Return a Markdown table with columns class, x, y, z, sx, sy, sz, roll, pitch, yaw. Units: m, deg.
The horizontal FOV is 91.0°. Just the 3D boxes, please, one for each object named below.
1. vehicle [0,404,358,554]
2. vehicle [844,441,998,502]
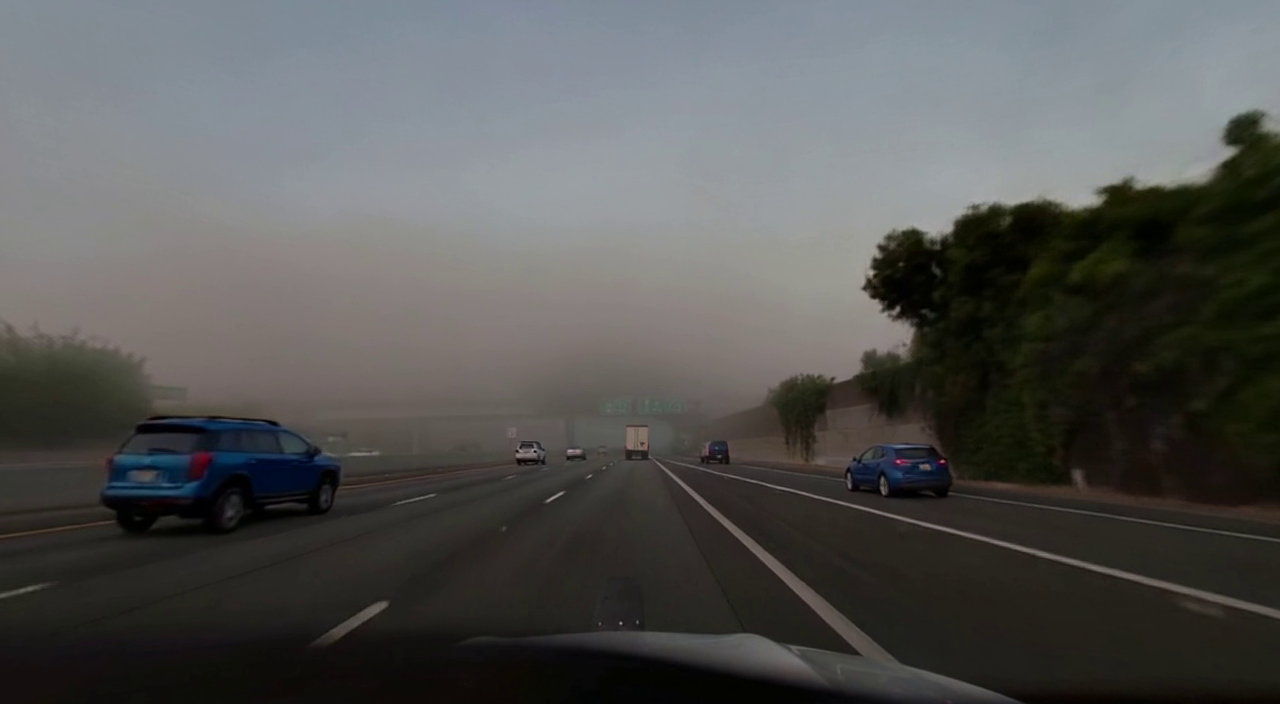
| class | x | y | z | sx | sy | sz | roll | pitch | yaw |
| --- | --- | --- | --- | --- | --- | --- | --- | --- | --- |
| vehicle | -6.710 | 1.875 | 9.960 | 2.179 | 1.753 | 4.999 | 0 | -9 | 0 |
| vehicle | 7.829 | 3.348 | 18.154 | 2.075 | 1.510 | 4.569 | 1 | -9 | -4 |
